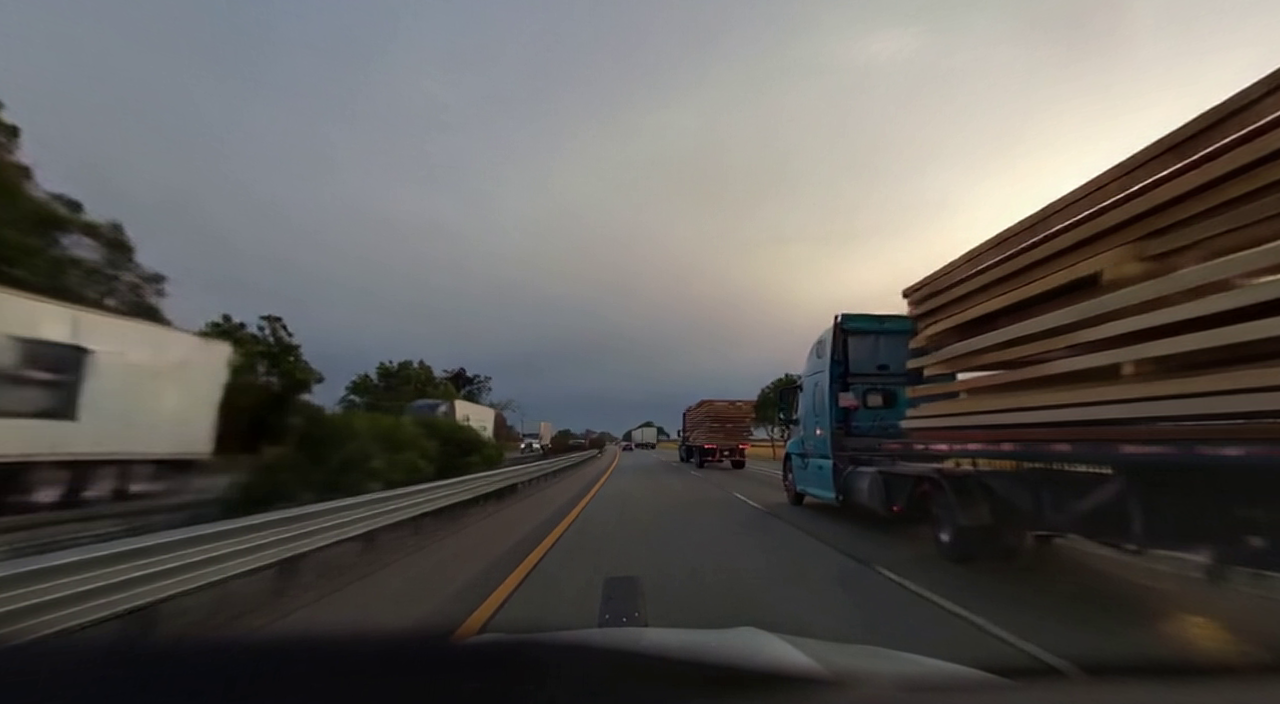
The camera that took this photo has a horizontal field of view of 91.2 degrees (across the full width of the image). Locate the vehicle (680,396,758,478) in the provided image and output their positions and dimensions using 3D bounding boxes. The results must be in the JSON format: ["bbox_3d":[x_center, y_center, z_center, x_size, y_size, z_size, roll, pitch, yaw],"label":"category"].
[{"bbox_3d":[4.468,5.400,39.543,3.023,4.054,16.882,0,-8,1],"label":"vehicle"}]

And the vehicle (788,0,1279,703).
[{"bbox_3d":[4.724,0.157,5.213,3.024,4.065,13.796,-1,-8,-2],"label":"vehicle"}]

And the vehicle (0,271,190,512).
[{"bbox_3d":[-12.248,0.268,7.956,2.969,4.021,13.849,0,-9,-1],"label":"vehicle"}]
